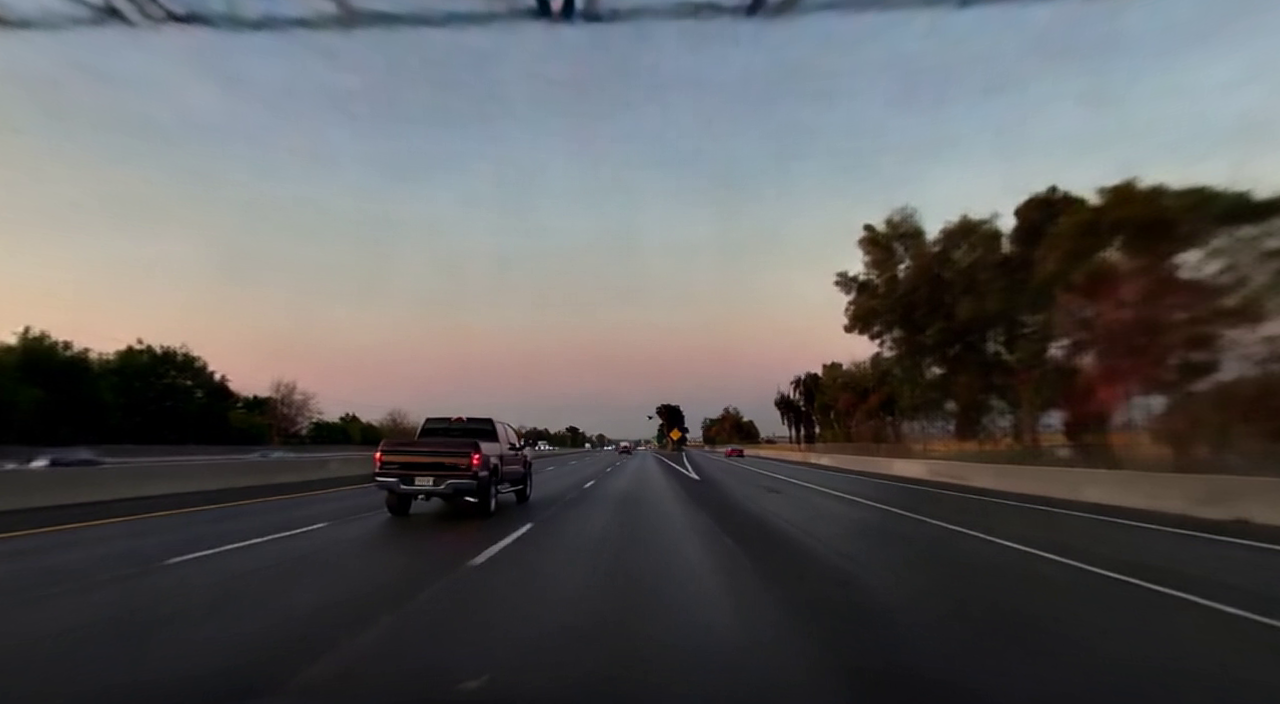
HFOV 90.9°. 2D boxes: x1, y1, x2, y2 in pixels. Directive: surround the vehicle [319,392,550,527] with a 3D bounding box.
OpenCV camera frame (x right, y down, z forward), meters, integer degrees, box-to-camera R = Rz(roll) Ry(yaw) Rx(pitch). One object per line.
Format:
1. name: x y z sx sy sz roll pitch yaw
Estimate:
1. vehicle: -3.615 2.104 12.847 2.601 2.084 6.068 0 -8 0
